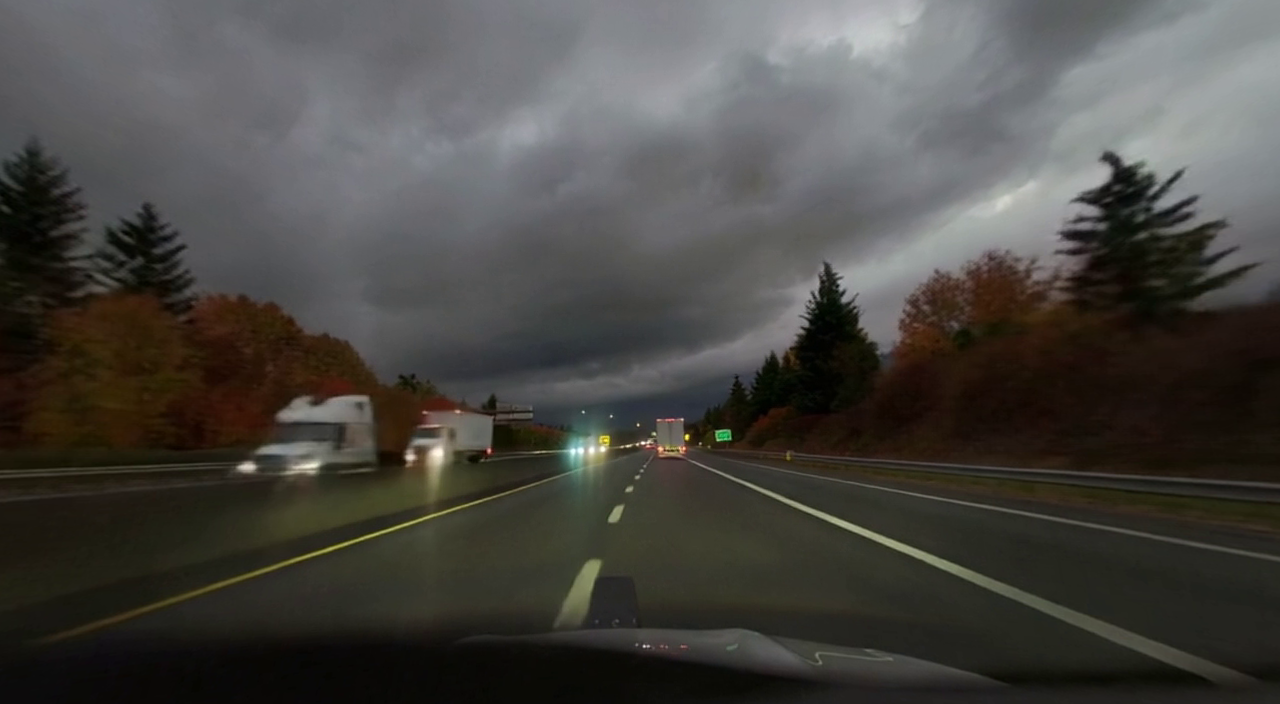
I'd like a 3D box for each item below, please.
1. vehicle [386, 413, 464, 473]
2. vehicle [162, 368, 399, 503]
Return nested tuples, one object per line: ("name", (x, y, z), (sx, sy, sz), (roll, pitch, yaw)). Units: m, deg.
("vehicle", (-14.278, 6.151, 42.182), (2.938, 3.697, 5.821), (-1, -9, 2))
("vehicle", (-10.677, 2.713, 19.940), (2.770, 3.421, 7.624), (-1, -9, 2))
